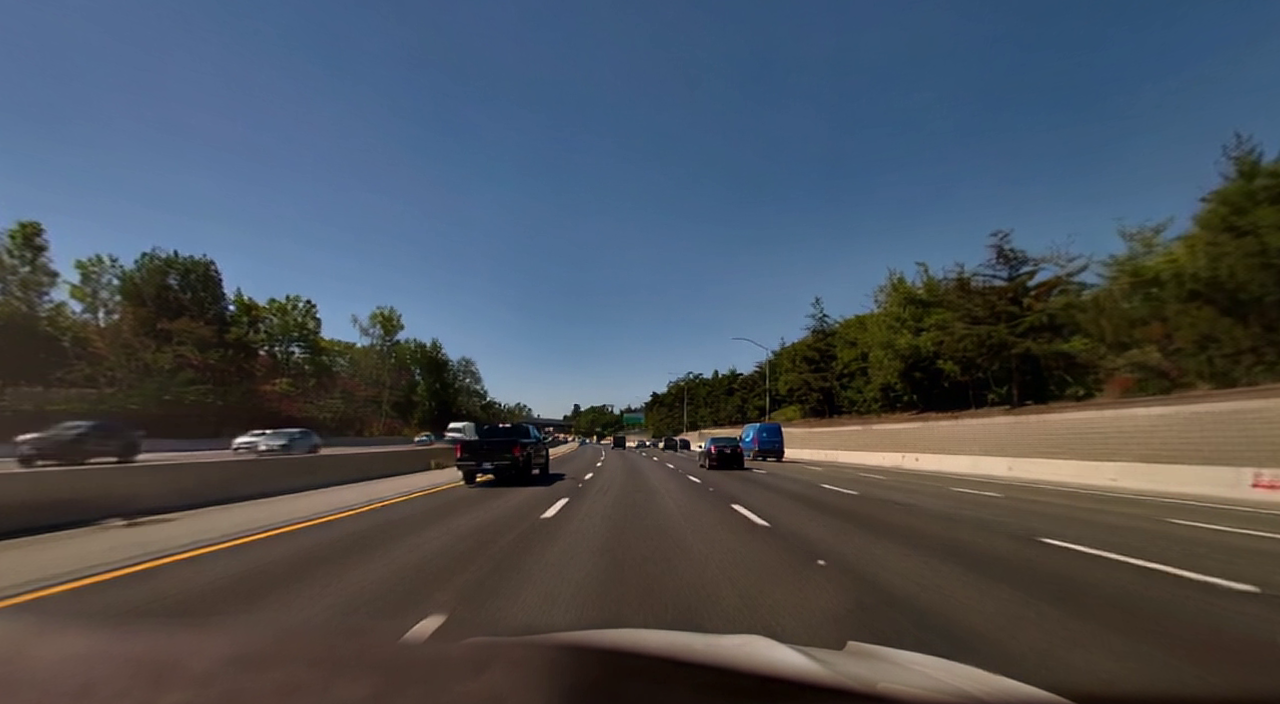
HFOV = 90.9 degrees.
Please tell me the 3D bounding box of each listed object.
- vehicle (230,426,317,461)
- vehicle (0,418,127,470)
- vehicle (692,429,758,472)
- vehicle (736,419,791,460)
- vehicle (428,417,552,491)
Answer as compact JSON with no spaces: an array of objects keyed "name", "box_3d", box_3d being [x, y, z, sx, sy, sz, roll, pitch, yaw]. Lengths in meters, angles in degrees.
[{"name":"vehicle","box_3d":[-18.458,4.662,32.041,1.836,1.616,4.380,0,-8,-1]},{"name":"vehicle","box_3d":[-22.185,3.467,23.664,1.945,1.750,4.683,0,-8,-2]},{"name":"vehicle","box_3d":[3.660,4.357,27.940,2.141,1.732,4.279,0,-8,-3]},{"name":"vehicle","box_3d":[8.918,6.470,46.407,2.274,2.802,6.802,0,-8,-4]},{"name":"vehicle","box_3d":[-4.228,3.028,19.045,2.331,1.884,5.787,0,-8,0]}]
